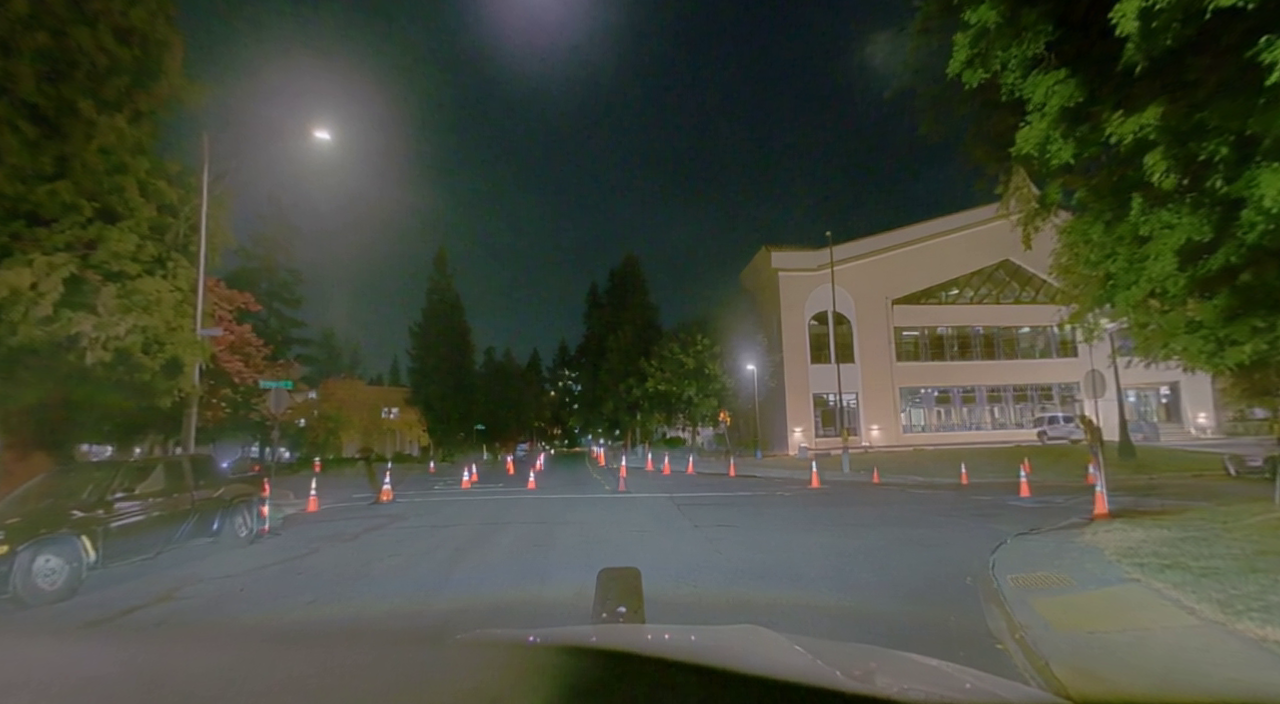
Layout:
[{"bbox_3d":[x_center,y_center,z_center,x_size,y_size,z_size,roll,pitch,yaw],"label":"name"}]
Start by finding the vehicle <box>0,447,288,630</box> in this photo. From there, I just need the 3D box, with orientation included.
[{"bbox_3d":[-7.606,1.994,7.540,2.961,1.701,7.563,1,-8,-4],"label":"vehicle"}]
